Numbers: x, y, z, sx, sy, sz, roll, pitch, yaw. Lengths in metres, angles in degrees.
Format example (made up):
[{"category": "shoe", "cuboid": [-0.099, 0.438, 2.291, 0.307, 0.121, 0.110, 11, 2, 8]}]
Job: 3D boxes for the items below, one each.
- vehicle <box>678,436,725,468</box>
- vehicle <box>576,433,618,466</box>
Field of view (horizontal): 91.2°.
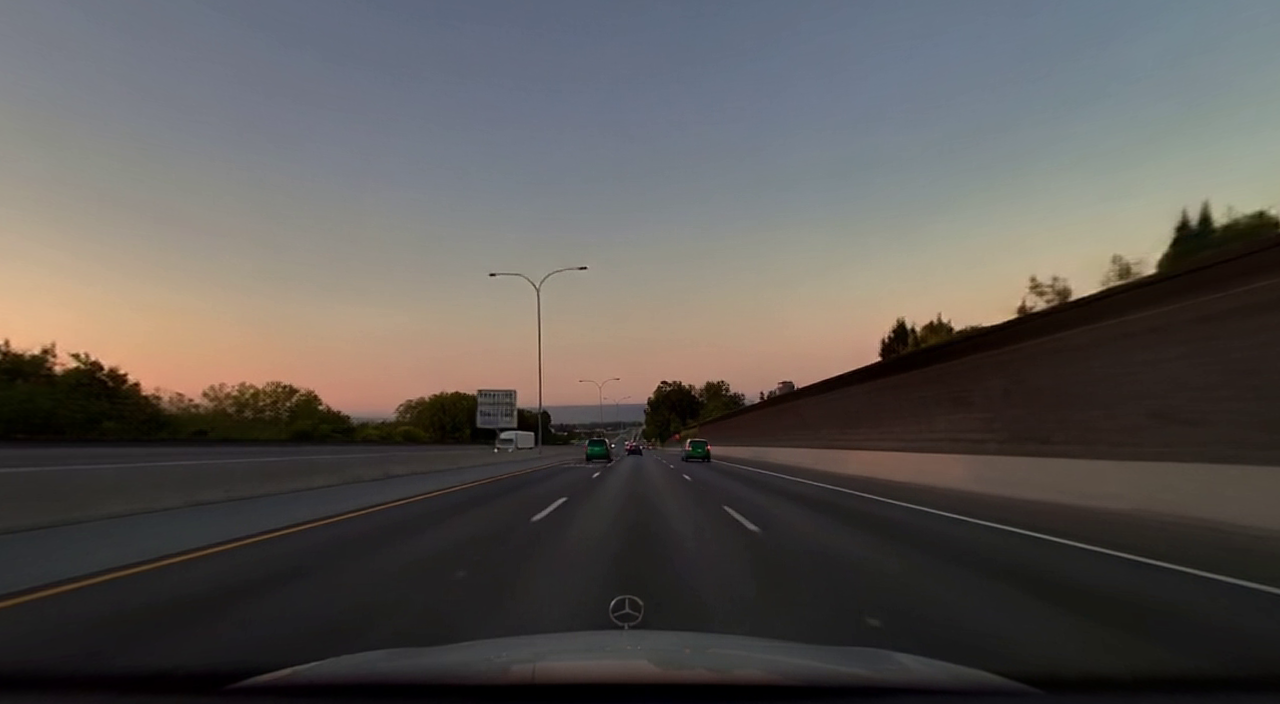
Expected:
[{"category": "vehicle", "cuboid": [3.349, 5.576, 35.064, 2.202, 1.682, 4.188, 0, -8, 0]}, {"category": "vehicle", "cuboid": [-2.763, 6.375, 41.206, 2.291, 2.052, 4.887, 0, -8, 2]}]
